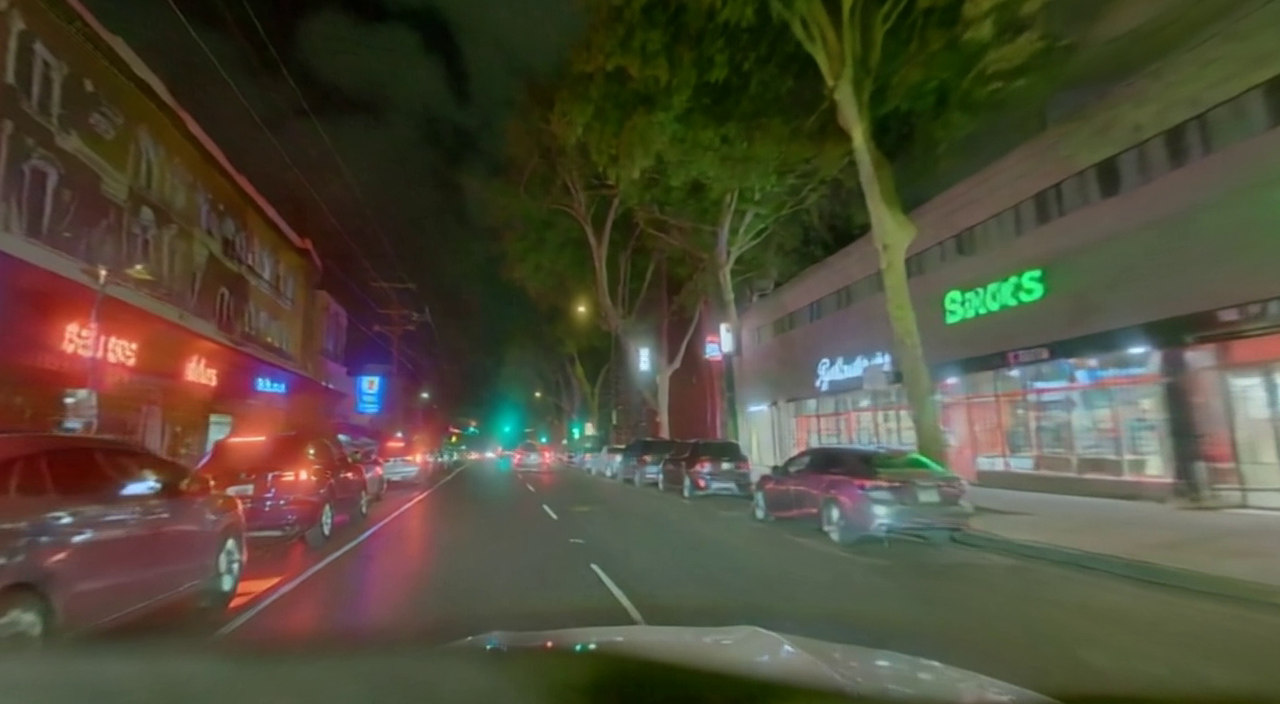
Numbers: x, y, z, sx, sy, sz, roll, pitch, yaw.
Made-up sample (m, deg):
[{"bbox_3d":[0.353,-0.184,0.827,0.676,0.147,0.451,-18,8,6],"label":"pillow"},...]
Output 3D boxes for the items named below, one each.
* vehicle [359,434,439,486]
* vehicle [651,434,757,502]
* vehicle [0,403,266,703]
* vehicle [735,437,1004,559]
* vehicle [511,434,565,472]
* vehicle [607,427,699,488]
[{"bbox_3d":[-9.431,4.221,25.181,2.341,1.825,4.924,2,-9,-14],"label":"vehicle"},{"bbox_3d":[1.708,3.294,18.391,1.882,1.704,4.055,2,-9,-12],"label":"vehicle"},{"bbox_3d":[-4.610,1.261,4.317,2.087,1.646,4.563,2,-9,-12],"label":"vehicle"},{"bbox_3d":[3.419,2.253,10.694,2.059,1.550,4.703,2,-9,-12],"label":"vehicle"},{"bbox_3d":[-5.529,5.360,33.801,2.440,1.882,4.611,2,-9,-13],"label":"vehicle"},{"bbox_3d":[0.320,3.872,23.523,2.243,1.992,5.087,2,-9,-13],"label":"vehicle"}]
